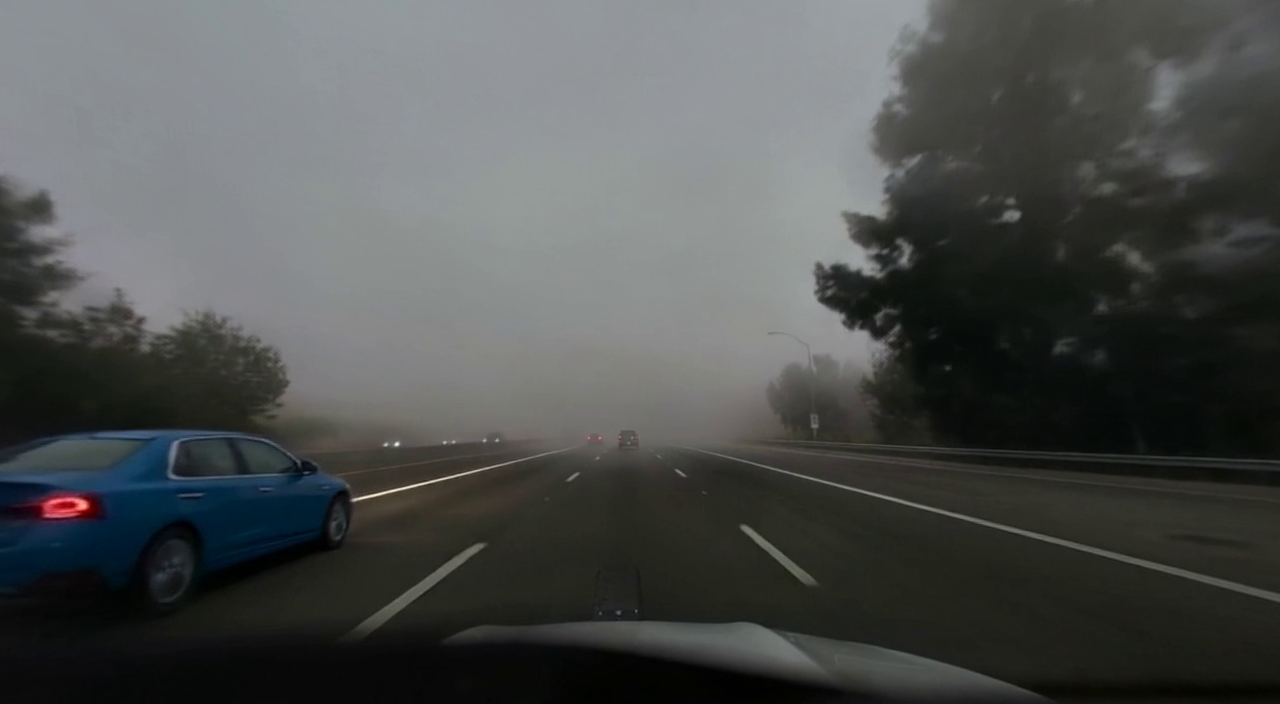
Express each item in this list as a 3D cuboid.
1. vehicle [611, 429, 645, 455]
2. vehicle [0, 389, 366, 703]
[{"bbox_3d":[-0.782,5.948,41.578,2.116,1.625,4.004,0,-8,-1],"label":"vehicle"},{"bbox_3d":[-4.137,1.198,4.869,2.017,1.537,4.496,0,-8,0],"label":"vehicle"}]
